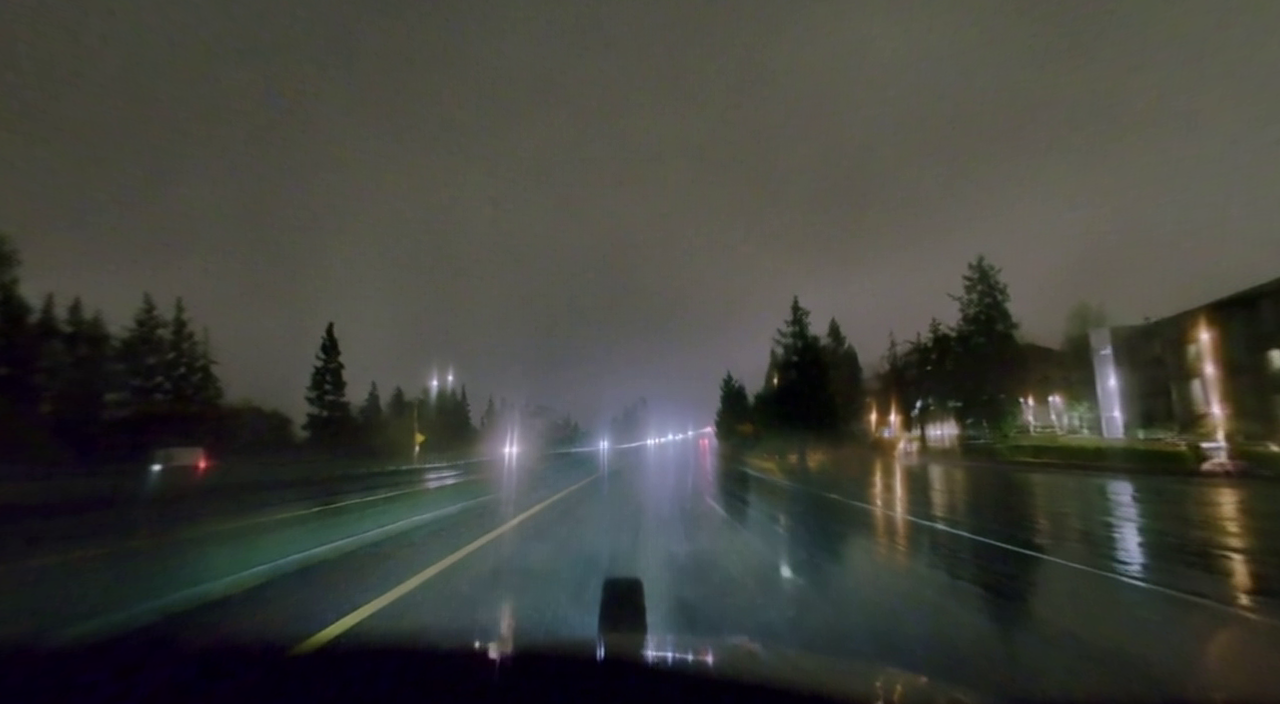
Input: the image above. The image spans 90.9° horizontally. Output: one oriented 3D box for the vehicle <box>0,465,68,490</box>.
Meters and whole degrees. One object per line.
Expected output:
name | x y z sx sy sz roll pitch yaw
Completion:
vehicle | -45.321 9.311 47.046 1.786 1.577 3.922 -1 -8 -4
